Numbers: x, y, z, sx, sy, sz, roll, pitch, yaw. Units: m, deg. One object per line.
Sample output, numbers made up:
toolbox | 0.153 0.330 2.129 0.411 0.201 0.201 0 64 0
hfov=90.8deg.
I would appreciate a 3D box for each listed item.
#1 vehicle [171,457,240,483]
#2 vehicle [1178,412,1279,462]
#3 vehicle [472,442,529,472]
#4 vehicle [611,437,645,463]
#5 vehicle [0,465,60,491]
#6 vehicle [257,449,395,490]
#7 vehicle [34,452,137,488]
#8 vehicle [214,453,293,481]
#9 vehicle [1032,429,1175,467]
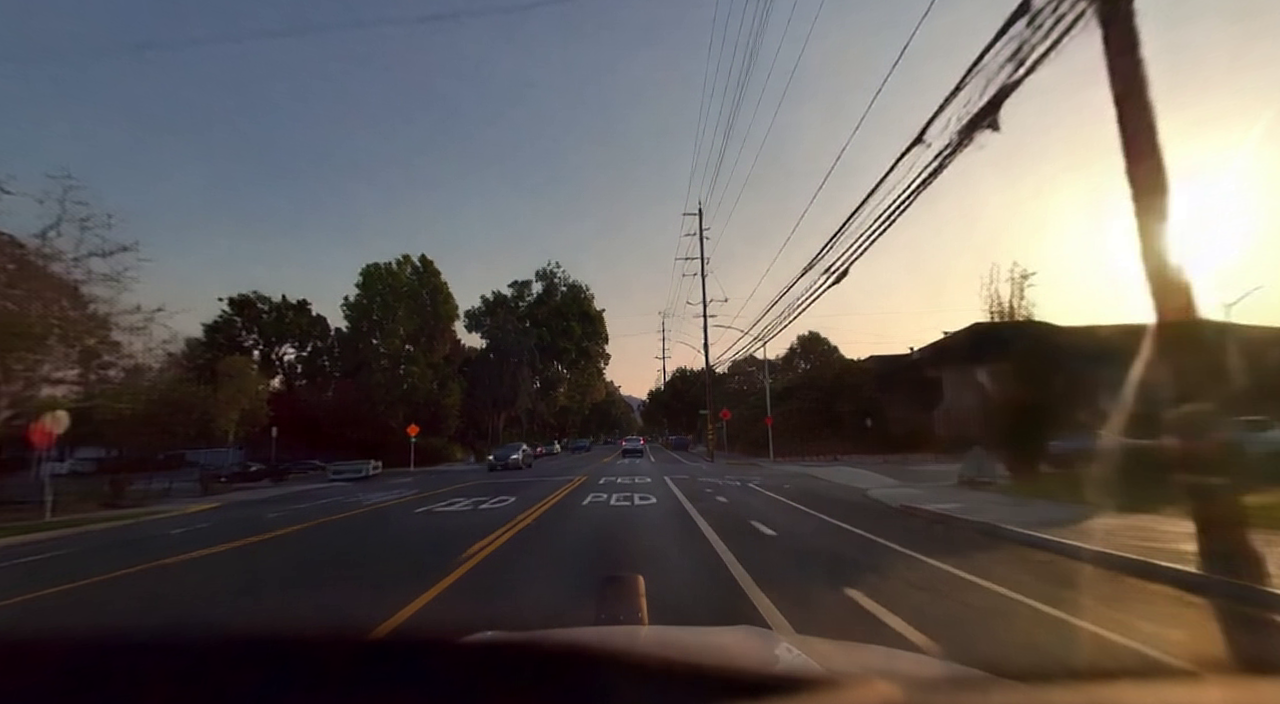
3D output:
vehicle | -28.180 7.623 41.123 1.806 1.503 3.853 0 -9 -2
vehicle | 25.411 3.485 25.903 4.597 1.961 2.087 0 -9 2
vehicle | -7.306 5.522 33.522 2.034 1.464 4.438 0 -9 0
vehicle | -0.673 5.731 37.113 1.877 1.448 3.830 0 -9 0
vehicle | -39.963 8.032 40.523 1.728 1.456 3.782 -1 -9 3
vehicle | -14.137 5.292 28.698 5.190 1.502 2.085 -3 -8 -1
vehicle | -36.527 7.753 41.804 2.162 2.070 5.031 -2 -8 1
vehicle | -25.287 7.505 41.573 1.932 1.627 4.948 0 -9 1
vehicle | 18.735 3.894 25.686 4.292 1.489 1.895 0 -9 -1
